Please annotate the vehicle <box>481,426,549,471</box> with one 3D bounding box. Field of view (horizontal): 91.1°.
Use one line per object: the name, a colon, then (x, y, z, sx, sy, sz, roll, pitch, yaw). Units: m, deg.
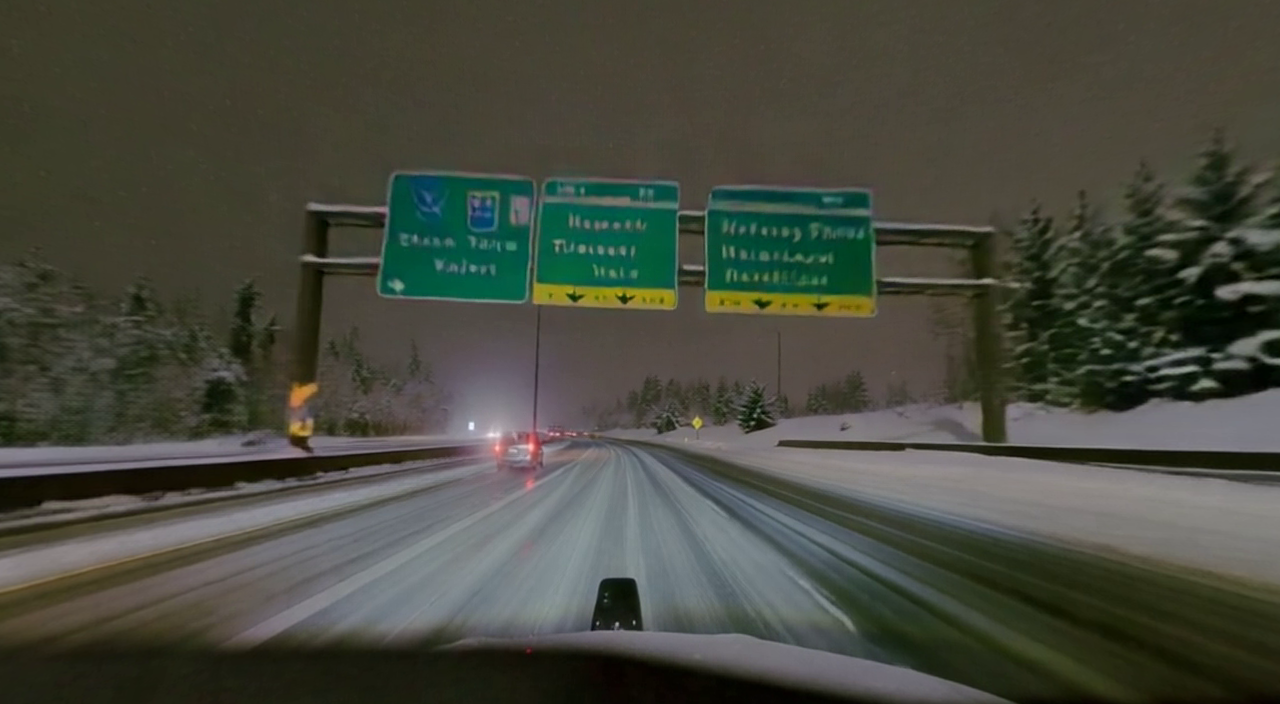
vehicle: (-4.653, 3.650, 24.010, 1.878, 1.548, 3.966, 0, -8, -2)
